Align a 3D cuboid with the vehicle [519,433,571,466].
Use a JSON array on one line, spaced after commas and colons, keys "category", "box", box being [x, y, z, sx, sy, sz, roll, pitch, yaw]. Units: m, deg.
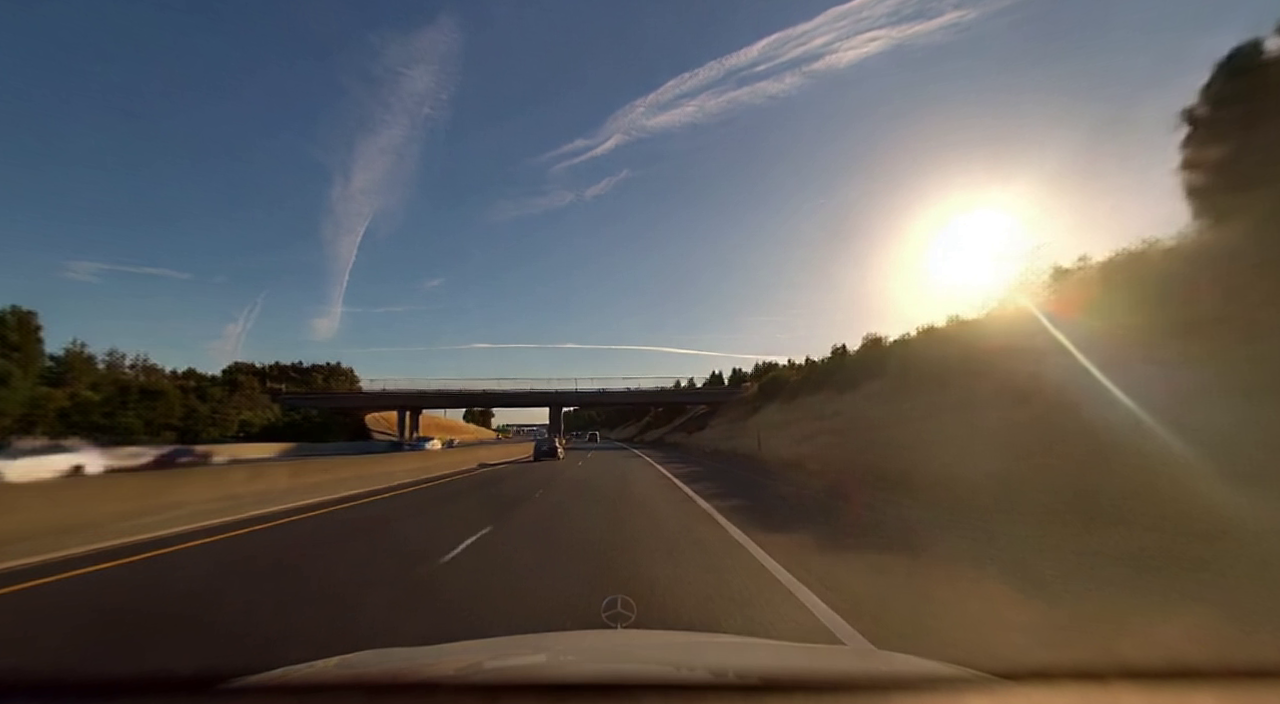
[{"category": "vehicle", "box": [-4.698, 4.842, 31.580, 2.005, 1.509, 4.260, 0, -8, -1]}]
